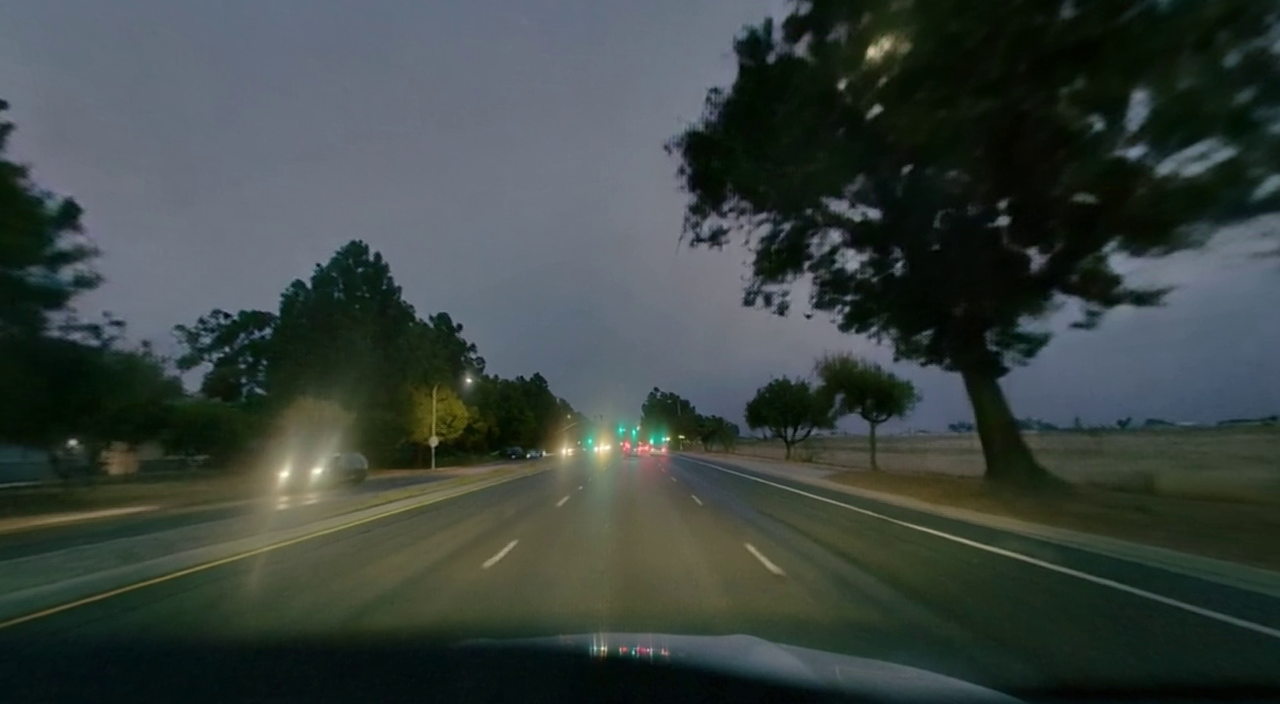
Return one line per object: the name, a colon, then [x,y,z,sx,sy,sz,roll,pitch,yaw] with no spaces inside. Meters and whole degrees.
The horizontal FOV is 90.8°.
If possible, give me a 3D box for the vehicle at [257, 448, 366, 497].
vehicle: [-14.671,5.349,28.641,2.055,1.742,5.503,-4,-8,0]
